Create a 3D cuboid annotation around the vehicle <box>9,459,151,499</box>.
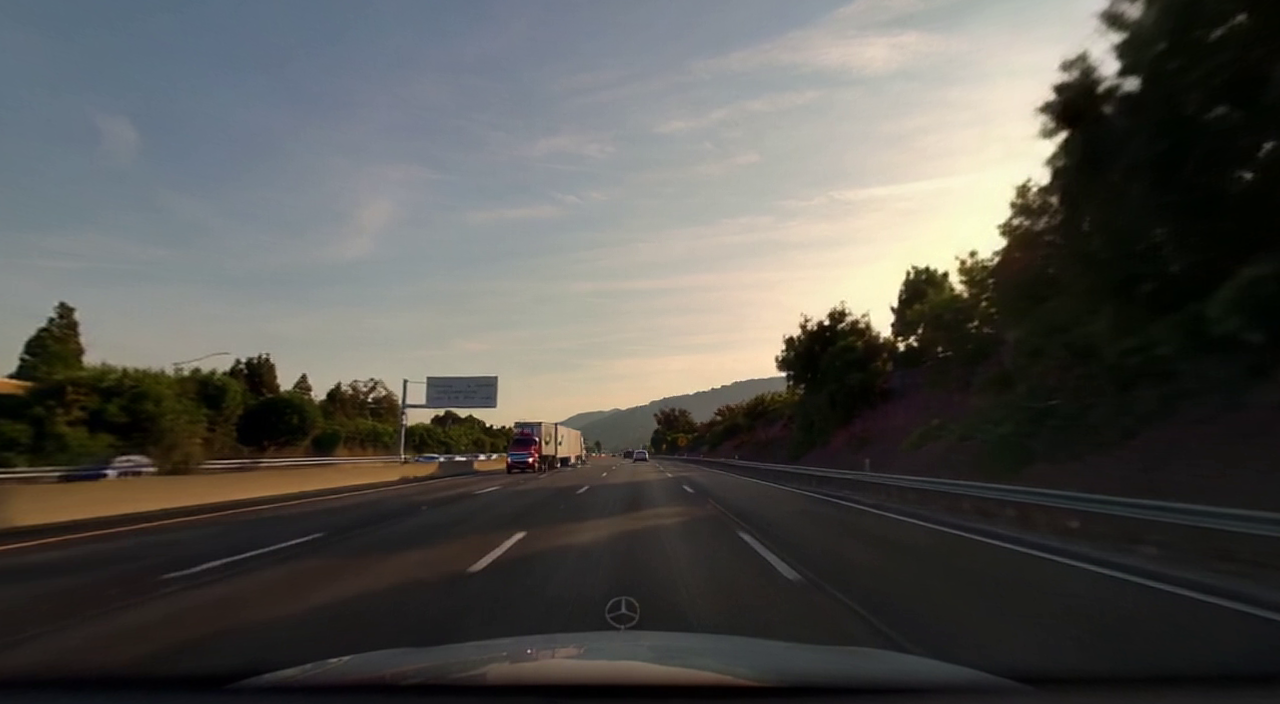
[{"bbox_3d":[-22.894,5.171,26.066,1.789,1.452,4.408,0,-9,0],"label":"vehicle"}]
